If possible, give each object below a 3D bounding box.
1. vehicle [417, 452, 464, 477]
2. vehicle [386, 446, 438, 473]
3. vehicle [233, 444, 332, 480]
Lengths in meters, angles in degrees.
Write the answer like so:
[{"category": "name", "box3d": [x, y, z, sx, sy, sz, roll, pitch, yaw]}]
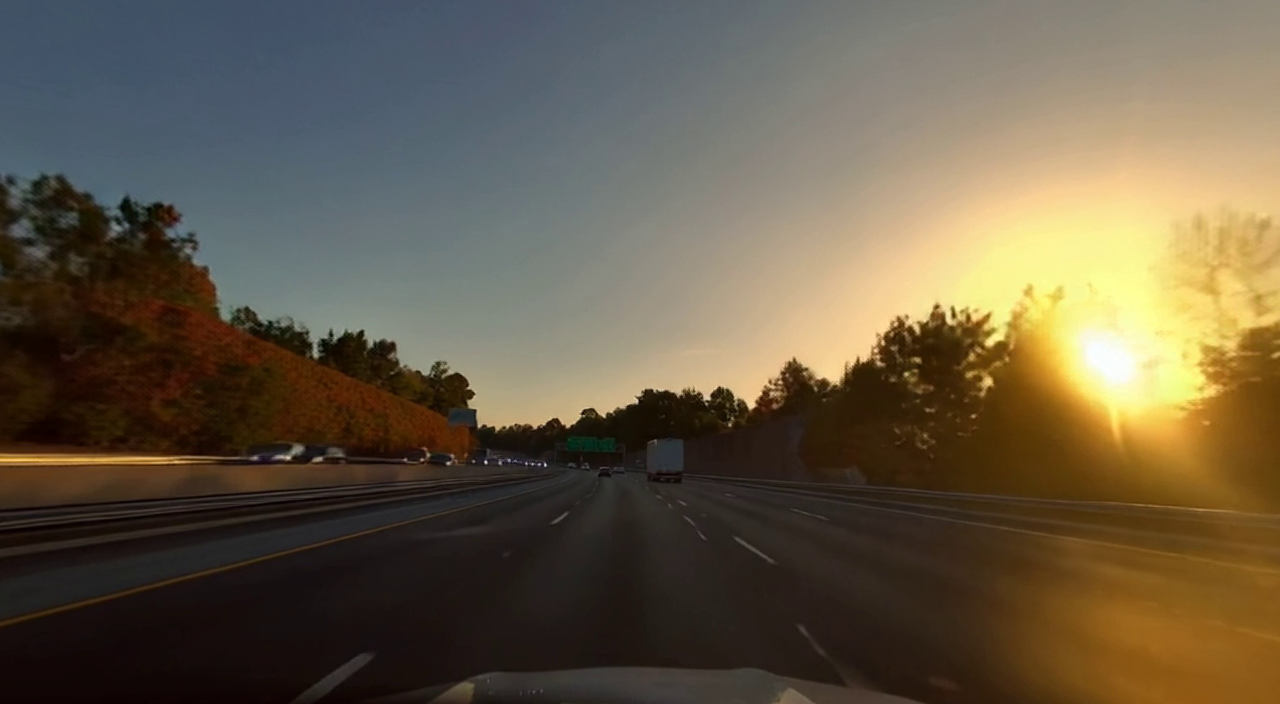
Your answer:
[{"category": "vehicle", "box3d": [-12.224, 6.947, 38.786, 1.732, 1.414, 3.600, 1, -11, -1]}, {"category": "vehicle", "box3d": [-16.966, 8.107, 47.127, 2.106, 1.843, 4.997, 1, -11, -1]}, {"category": "vehicle", "box3d": [-16.150, 5.049, 28.780, 1.914, 1.484, 4.634, 1, -11, -2]}]
